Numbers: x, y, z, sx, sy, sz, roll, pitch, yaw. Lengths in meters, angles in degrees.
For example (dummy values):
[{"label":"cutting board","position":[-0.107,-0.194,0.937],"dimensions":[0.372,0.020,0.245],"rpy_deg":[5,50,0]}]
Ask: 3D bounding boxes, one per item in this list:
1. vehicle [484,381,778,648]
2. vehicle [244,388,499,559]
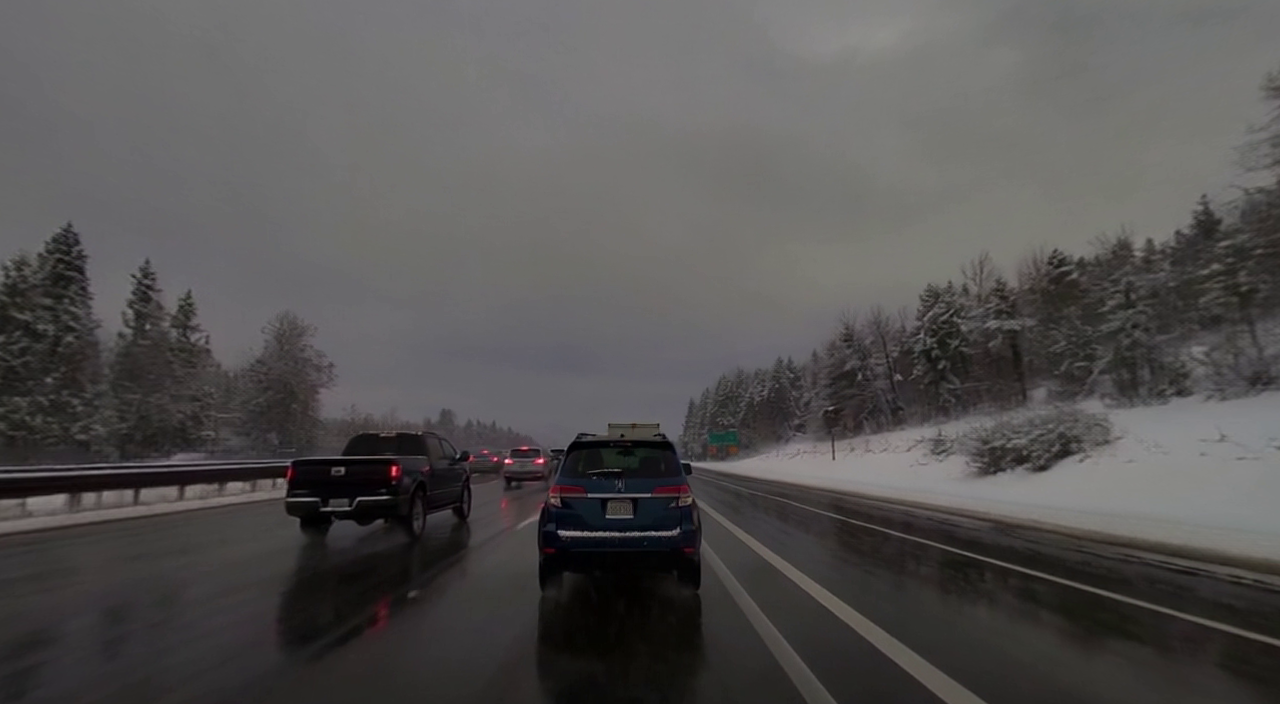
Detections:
[{"label":"vehicle","position":[-0.090,1.362,6.080],"dimensions":[1.995,1.798,3.380],"rpy_deg":[0,-9,-1]},{"label":"vehicle","position":[-3.947,1.903,10.468],"dimensions":[2.055,2.144,4.782],"rpy_deg":[-1,-9,0]}]
